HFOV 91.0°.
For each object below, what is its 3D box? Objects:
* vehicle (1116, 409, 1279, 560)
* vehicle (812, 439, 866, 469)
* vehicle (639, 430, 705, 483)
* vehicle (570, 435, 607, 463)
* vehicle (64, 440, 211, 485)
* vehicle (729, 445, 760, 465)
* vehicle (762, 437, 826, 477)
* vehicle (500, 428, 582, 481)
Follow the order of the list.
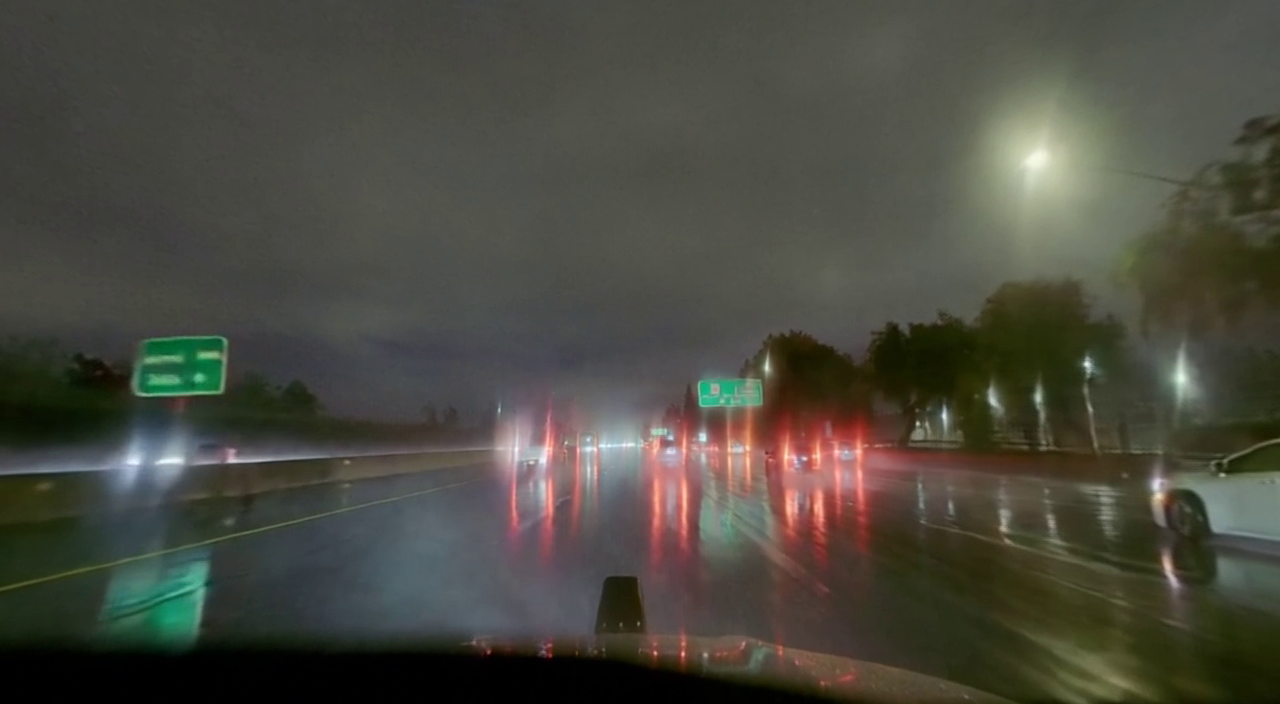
[{"bbox_3d":[7.718,1.433,6.836,1.989,1.569,3.964,0,-9,1],"label":"vehicle"},{"bbox_3d":[12.445,6.422,39.712,2.010,1.765,4.375,0,-9,1],"label":"vehicle"},{"bbox_3d":[1.154,3.791,23.032,2.181,1.728,3.970,0,-9,2],"label":"vehicle"},{"bbox_3d":[-3.942,7.565,49.269,2.317,2.049,5.746,0,-9,1],"label":"vehicle"},{"bbox_3d":[-21.043,4.613,26.710,2.104,1.702,4.818,0,-9,2],"label":"vehicle"},{"bbox_3d":[8.118,8.026,49.224,1.815,1.479,3.892,0,-9,0],"label":"vehicle"},{"bbox_3d":[7.016,4.823,29.142,2.022,1.682,4.226,0,-9,2],"label":"vehicle"},{"bbox_3d":[-3.639,3.911,24.210,2.199,1.777,4.790,0,-9,2],"label":"vehicle"}]
